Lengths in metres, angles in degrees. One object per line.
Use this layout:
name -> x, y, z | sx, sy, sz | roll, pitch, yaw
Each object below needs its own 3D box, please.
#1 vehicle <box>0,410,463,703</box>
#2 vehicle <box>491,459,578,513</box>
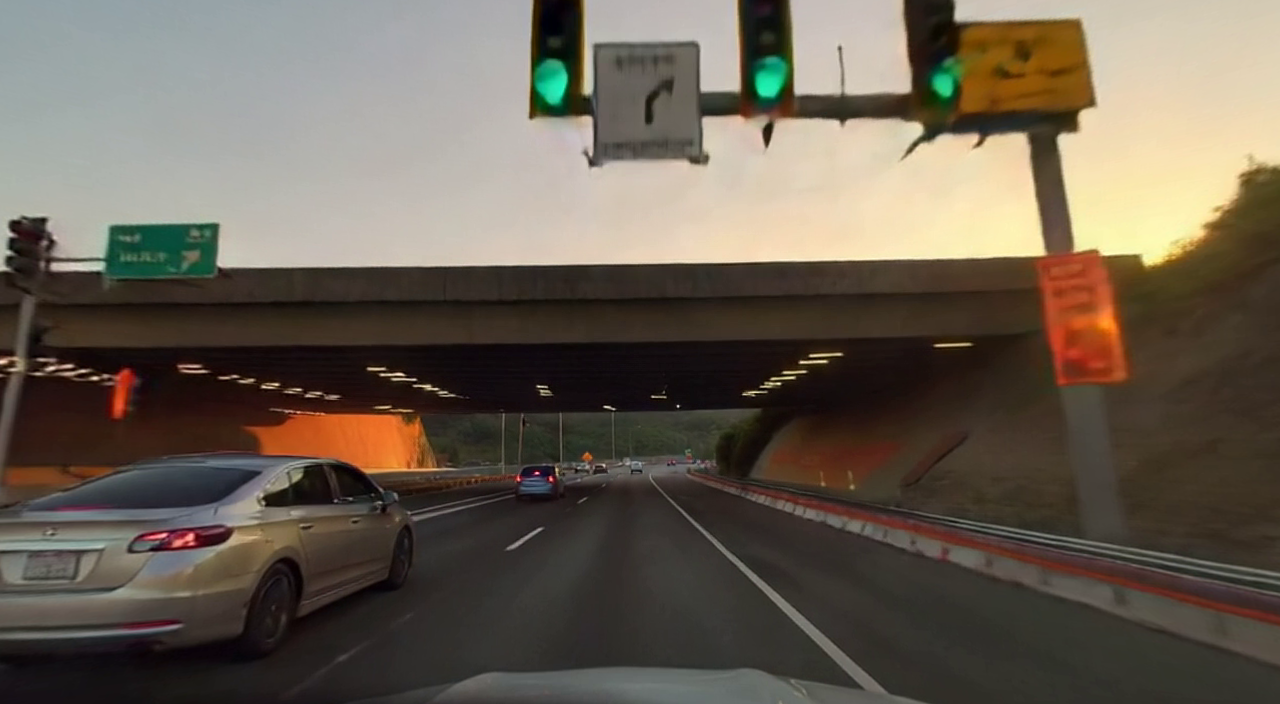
vehicle -> -3.228, 1.452, 5.110 | 2.023, 1.507, 5.082 | 1, -11, 1
vehicle -> -3.169, 4.147, 19.771 | 1.992, 1.466, 3.690 | 1, -11, 1
